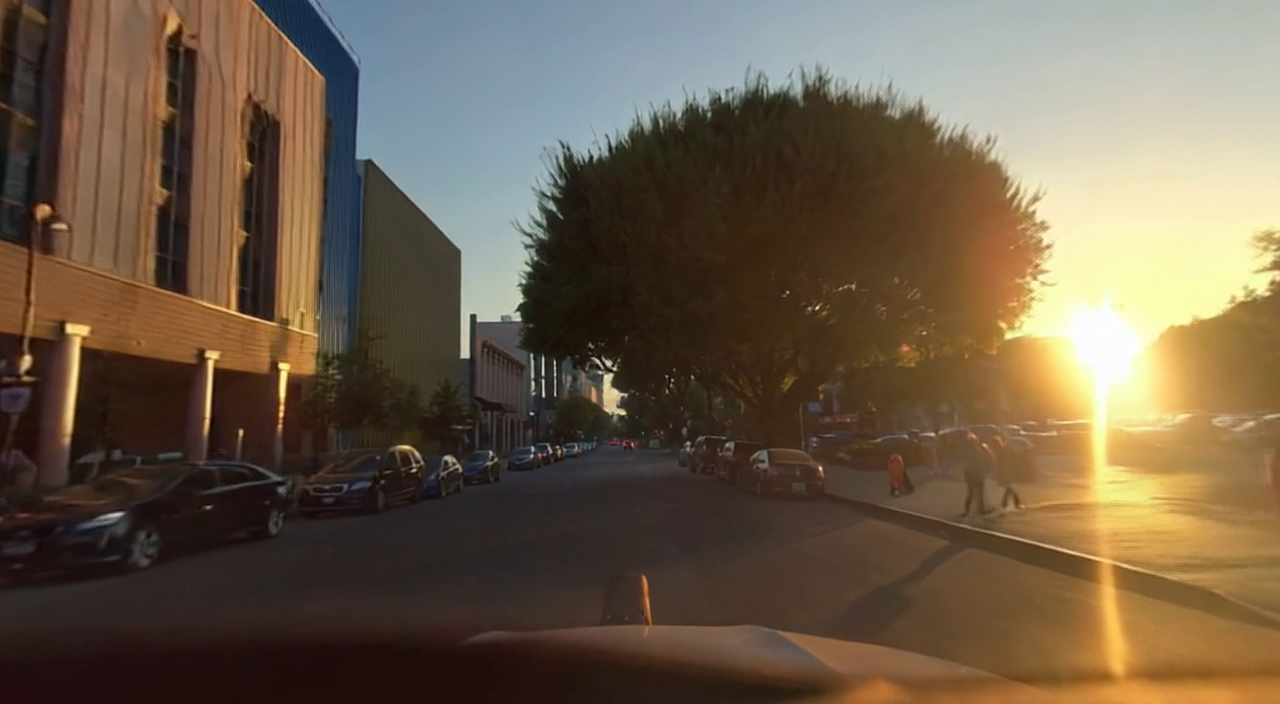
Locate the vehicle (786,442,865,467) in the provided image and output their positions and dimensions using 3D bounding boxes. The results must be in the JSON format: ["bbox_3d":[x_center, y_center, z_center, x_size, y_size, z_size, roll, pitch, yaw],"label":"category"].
[{"bbox_3d":[11.954,6.655,40.739,4.499,1.558,2.007,-6,-11,28],"label":"vehicle"}]

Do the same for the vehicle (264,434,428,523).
[{"bbox_3d":[-7.352,3.175,16.469,2.238,1.891,4.780,-1,-8,-4],"label":"vehicle"}]

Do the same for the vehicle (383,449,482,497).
[{"bbox_3d":[-7.461,4.398,23.268,2.001,1.502,4.851,-1,-9,1],"label":"vehicle"}]

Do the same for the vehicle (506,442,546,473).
[{"bbox_3d":[-7.718,7.262,43.070,1.996,1.770,5.518,-2,-12,-4],"label":"vehicle"}]

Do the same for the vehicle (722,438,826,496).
[{"bbox_3d":[3.869,3.454,19.130,1.973,1.494,4.867,0,-10,-1],"label":"vehicle"}]

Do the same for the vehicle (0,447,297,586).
[{"bbox_3d":[-7.247,2.236,9.443,1.917,1.487,4.659,-2,-9,-4],"label":"vehicle"}]
